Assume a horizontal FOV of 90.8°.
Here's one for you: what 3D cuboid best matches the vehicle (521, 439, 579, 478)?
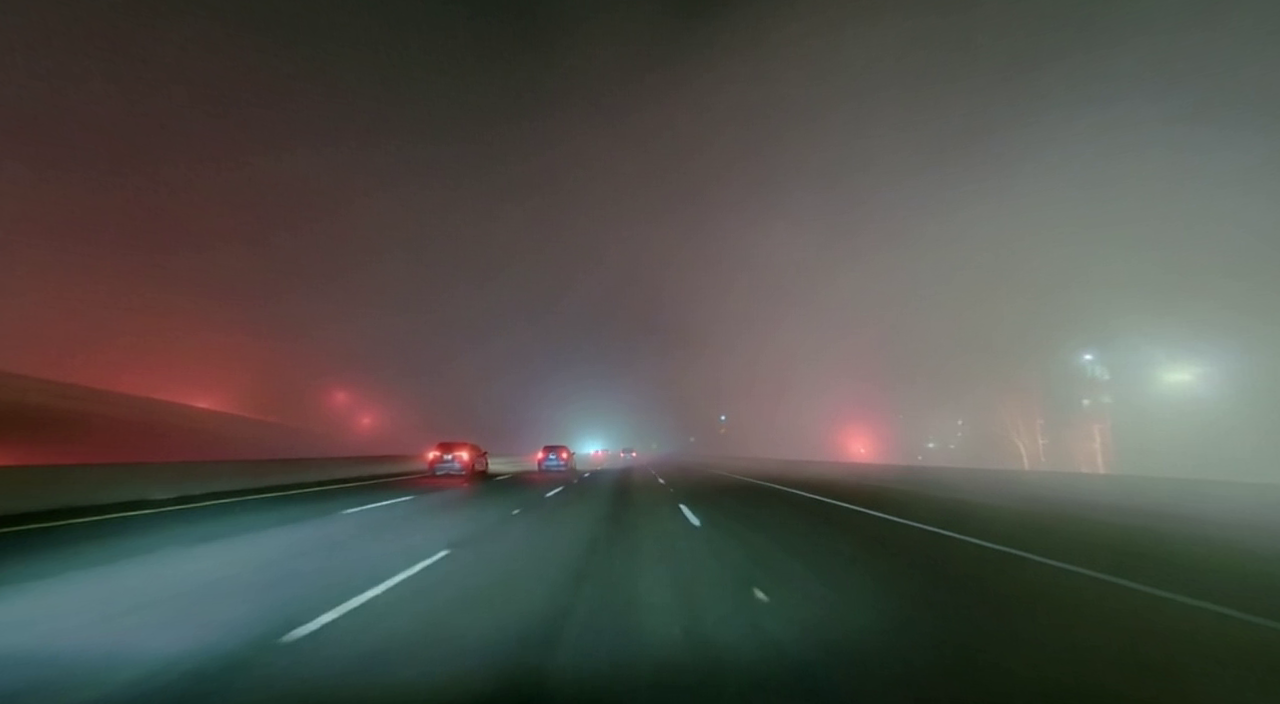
[{"bbox_3d":[-4.173,4.993,29.908,2.075,1.702,4.257,0,-9,0],"label":"vehicle"}]

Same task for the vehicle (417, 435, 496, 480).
[{"bbox_3d":[-8.042,4.675,28.238,2.040,1.824,4.917,0,-9,0],"label":"vehicle"}]
